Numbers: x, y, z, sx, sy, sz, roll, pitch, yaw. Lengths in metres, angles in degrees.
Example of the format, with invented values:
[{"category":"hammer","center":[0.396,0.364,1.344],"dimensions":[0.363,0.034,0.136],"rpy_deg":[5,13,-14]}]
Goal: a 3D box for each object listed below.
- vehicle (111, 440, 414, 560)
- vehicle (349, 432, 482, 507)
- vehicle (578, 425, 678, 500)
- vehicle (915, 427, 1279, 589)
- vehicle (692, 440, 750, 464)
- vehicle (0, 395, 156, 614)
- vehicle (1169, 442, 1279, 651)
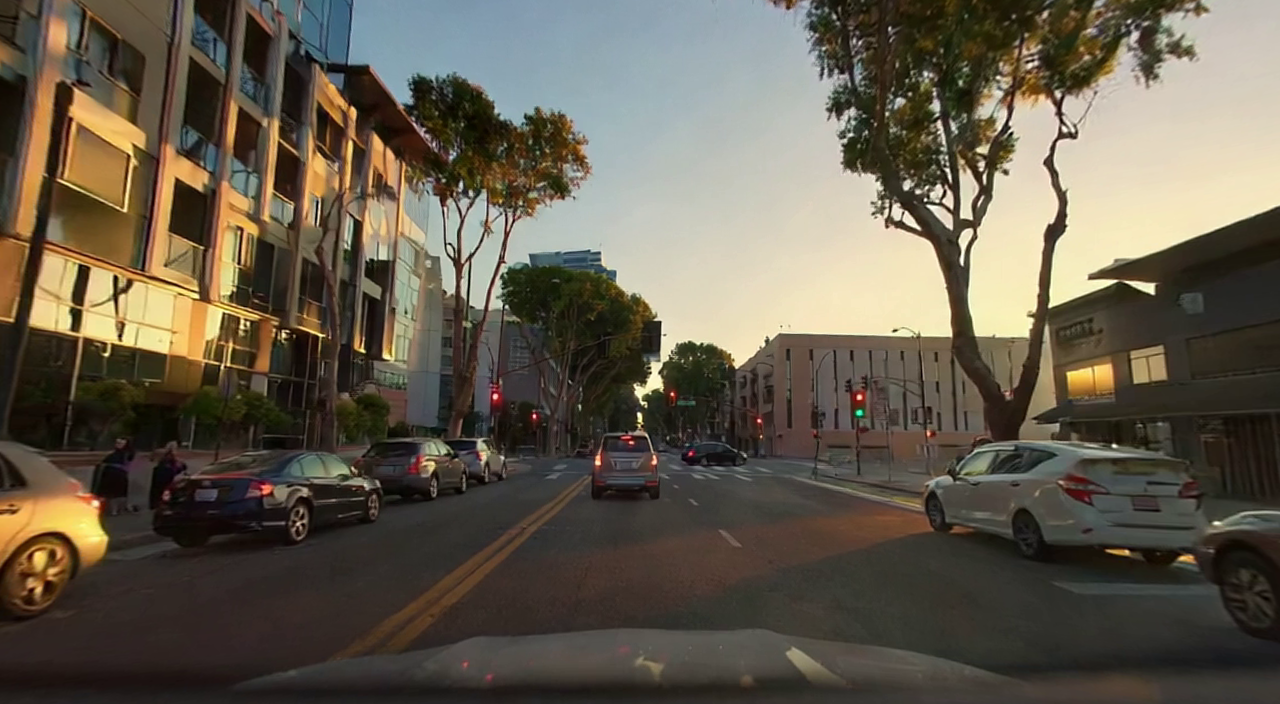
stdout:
[{"category":"vehicle","center":[-5.575,2.190,10.190],"dimensions":[1.841,1.466,4.364],"rpy_deg":[-1,-9,7]},{"category":"vehicle","center":[-5.727,3.049,16.846],"dimensions":[1.904,1.684,4.529],"rpy_deg":[0,-9,0]},{"category":"vehicle","center":[-0.241,2.821,16.425],"dimensions":[2.258,1.687,3.934],"rpy_deg":[0,-9,1]},{"category":"vehicle","center":[5.996,2.003,9.048],"dimensions":[2.004,1.699,4.525],"rpy_deg":[0,-9,-1]},{"category":"vehicle","center":[5.547,6.736,42.752],"dimensions":[1.824,1.555,4.638],"rpy_deg":[-7,-11,36]},{"category":"vehicle","center":[-6.141,1.094,4.137],"dimensions":[1.947,1.748,4.988],"rpy_deg":[0,-8,0]},{"category":"vehicle","center":[5.607,1.180,3.054],"dimensions":[1.999,1.498,4.780],"rpy_deg":[0,-9,1]}]
